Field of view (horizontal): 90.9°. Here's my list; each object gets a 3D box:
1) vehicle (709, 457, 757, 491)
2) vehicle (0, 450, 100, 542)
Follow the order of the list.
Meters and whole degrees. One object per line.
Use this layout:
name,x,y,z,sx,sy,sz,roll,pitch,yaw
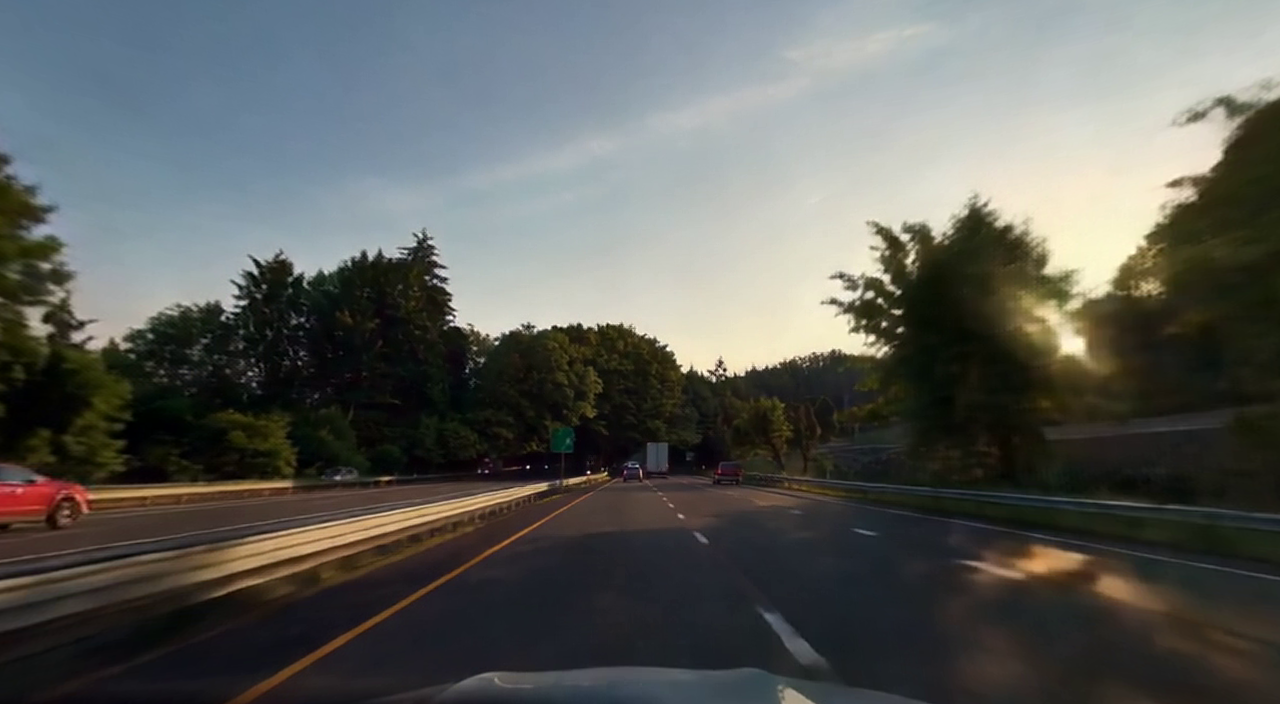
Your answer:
vehicle,5.189,6.913,35.821,1.998,1.776,4.663,1,-10,-1
vehicle,-12.309,2.445,10.646,1.952,1.618,4.859,1,-10,1
